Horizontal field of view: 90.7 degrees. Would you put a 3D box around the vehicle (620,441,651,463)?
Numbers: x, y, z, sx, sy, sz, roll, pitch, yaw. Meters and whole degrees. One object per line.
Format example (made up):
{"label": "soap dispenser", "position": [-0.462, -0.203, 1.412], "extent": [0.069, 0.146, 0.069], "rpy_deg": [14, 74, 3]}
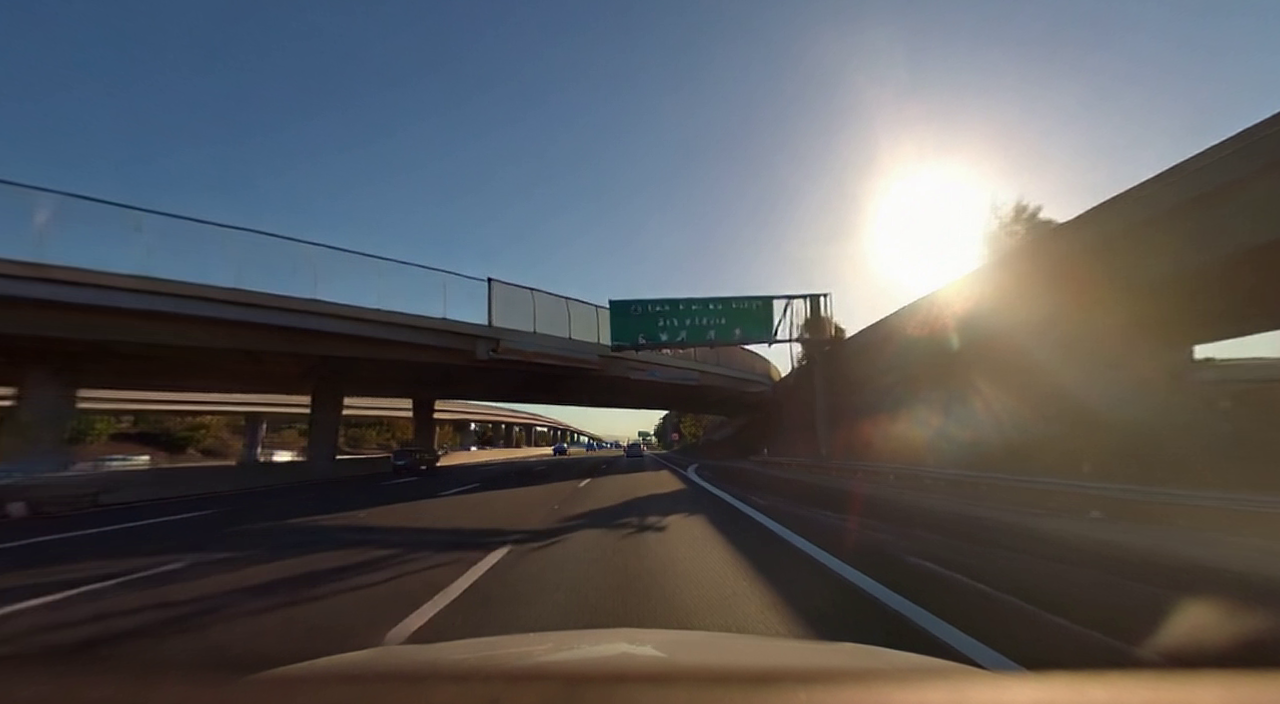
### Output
{"label": "vehicle", "position": [-0.317, 7.191, 45.552], "extent": [2.086, 1.472, 4.168], "rpy_deg": [0, -8, -1]}

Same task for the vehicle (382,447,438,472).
{"label": "vehicle", "position": [-14.865, 6.919, 41.100], "extent": [1.969, 1.486, 4.395], "rpy_deg": [0, -8, 0]}

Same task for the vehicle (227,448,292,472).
{"label": "vehicle", "position": [-28.331, 8.052, 47.319], "extent": [1.999, 1.620, 4.600], "rpy_deg": [0, -8, 0]}
